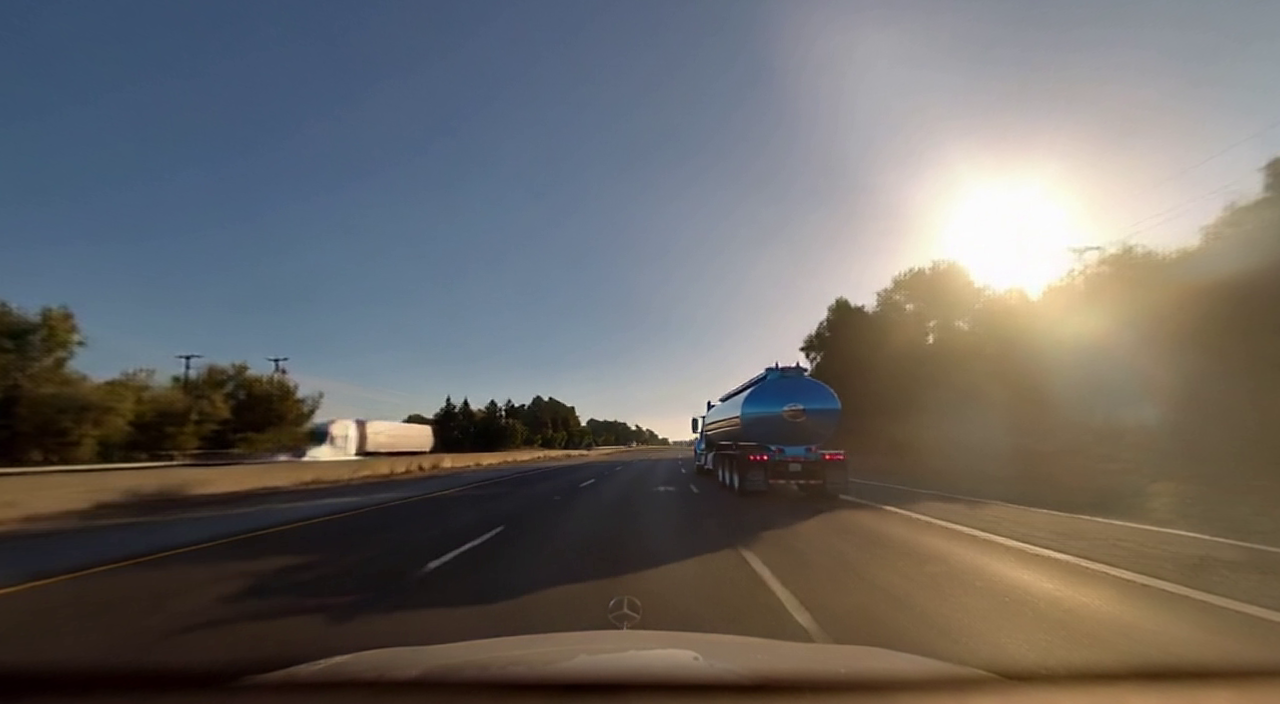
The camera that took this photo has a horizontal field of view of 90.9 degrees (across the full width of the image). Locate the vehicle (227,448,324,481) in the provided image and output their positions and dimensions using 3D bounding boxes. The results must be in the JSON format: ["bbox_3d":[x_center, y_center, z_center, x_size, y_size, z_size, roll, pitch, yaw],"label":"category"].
[{"bbox_3d":[-20.240,6.236,35.315,2.036,1.631,5.277,-1,-8,3],"label":"vehicle"}]

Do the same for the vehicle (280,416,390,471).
[{"bbox_3d":[-23.476,7.194,49.501,2.850,3.875,10.156,-1,-8,4],"label":"vehicle"}]

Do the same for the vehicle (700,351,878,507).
[{"bbox_3d":[4.133,2.834,21.864,2.880,3.624,14.397,0,-8,1],"label":"vehicle"}]
